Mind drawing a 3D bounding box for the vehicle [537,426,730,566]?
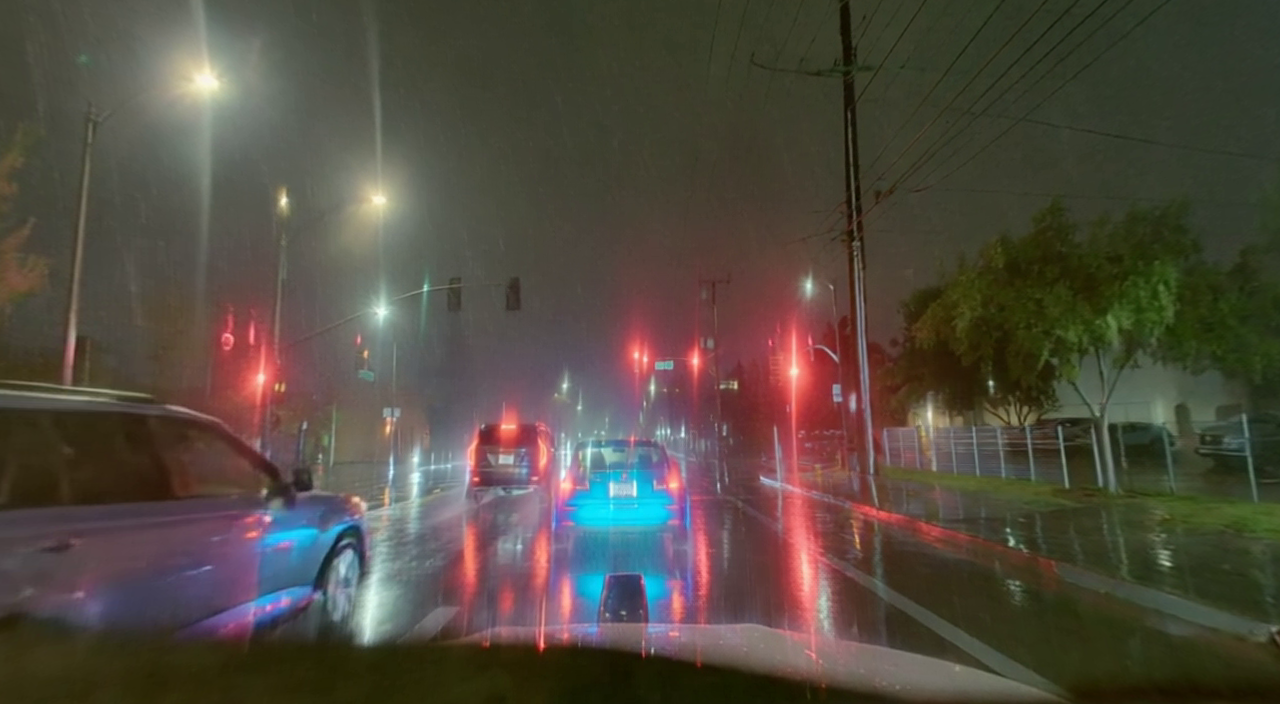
[{"bbox_3d":[-0.152,1.859,8.963,2.070,1.481,4.216,0,-8,-2],"label":"vehicle"}]

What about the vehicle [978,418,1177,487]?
[{"bbox_3d":[10.530,2.474,15.672,1.888,1.455,4.268,0,-8,1],"label":"vehicle"}]

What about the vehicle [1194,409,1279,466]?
[{"bbox_3d":[18.727,2.533,18.672,4.446,1.511,1.977,4,-10,-29],"label":"vehicle"}]

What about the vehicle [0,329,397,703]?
[{"bbox_3d":[-2.908,0.940,2.938,2.003,1.681,3.878,0,-8,0],"label":"vehicle"}]

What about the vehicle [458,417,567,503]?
[{"bbox_3d":[-3.035,2.669,15.989,2.106,1.852,4.512,0,-8,-4],"label":"vehicle"}]

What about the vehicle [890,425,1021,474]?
[{"bbox_3d":[10.647,3.330,21.717,1.842,1.471,4.481,1,-8,-6],"label":"vehicle"}]

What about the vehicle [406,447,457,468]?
[{"bbox_3d":[-15.547,7.800,46.853,2.111,1.511,4.641,6,-10,-36],"label":"vehicle"}]
